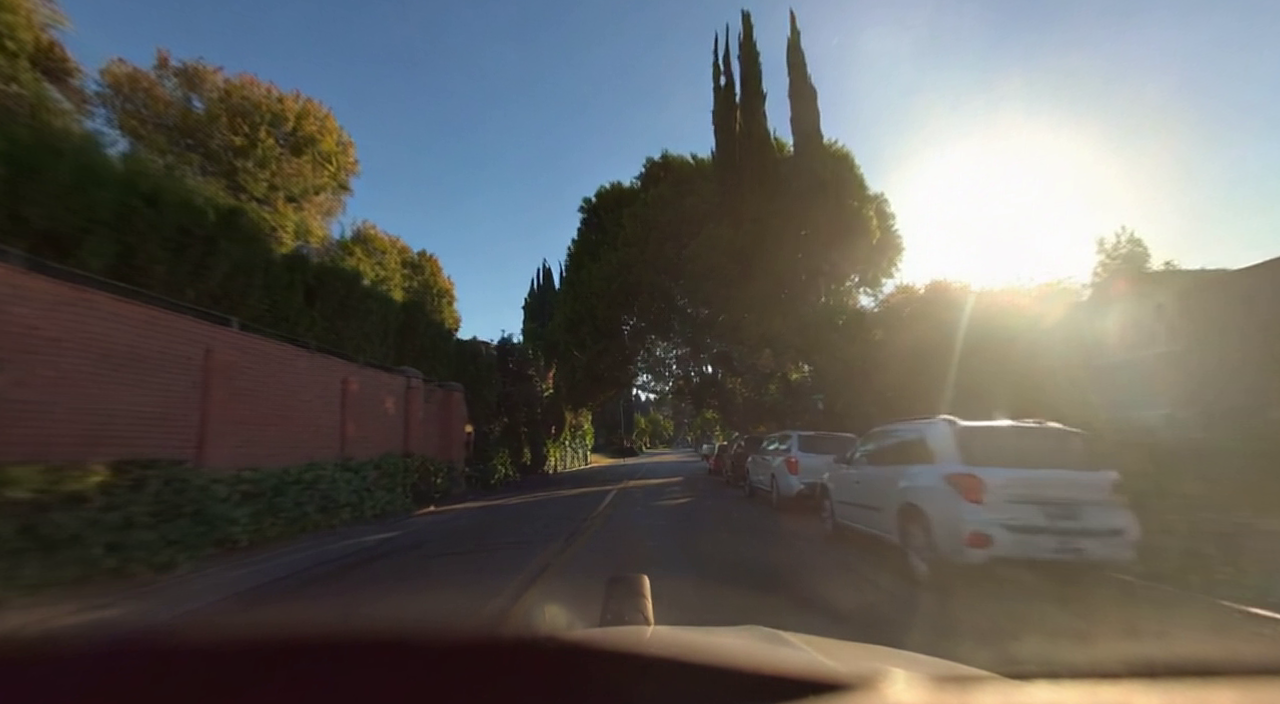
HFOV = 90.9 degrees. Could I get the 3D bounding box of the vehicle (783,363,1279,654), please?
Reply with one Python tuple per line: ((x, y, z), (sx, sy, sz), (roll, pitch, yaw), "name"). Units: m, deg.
((3.599, 1.539, 7.518), (2.518, 1.943, 6.415), (0, -9, 2), "vehicle")
